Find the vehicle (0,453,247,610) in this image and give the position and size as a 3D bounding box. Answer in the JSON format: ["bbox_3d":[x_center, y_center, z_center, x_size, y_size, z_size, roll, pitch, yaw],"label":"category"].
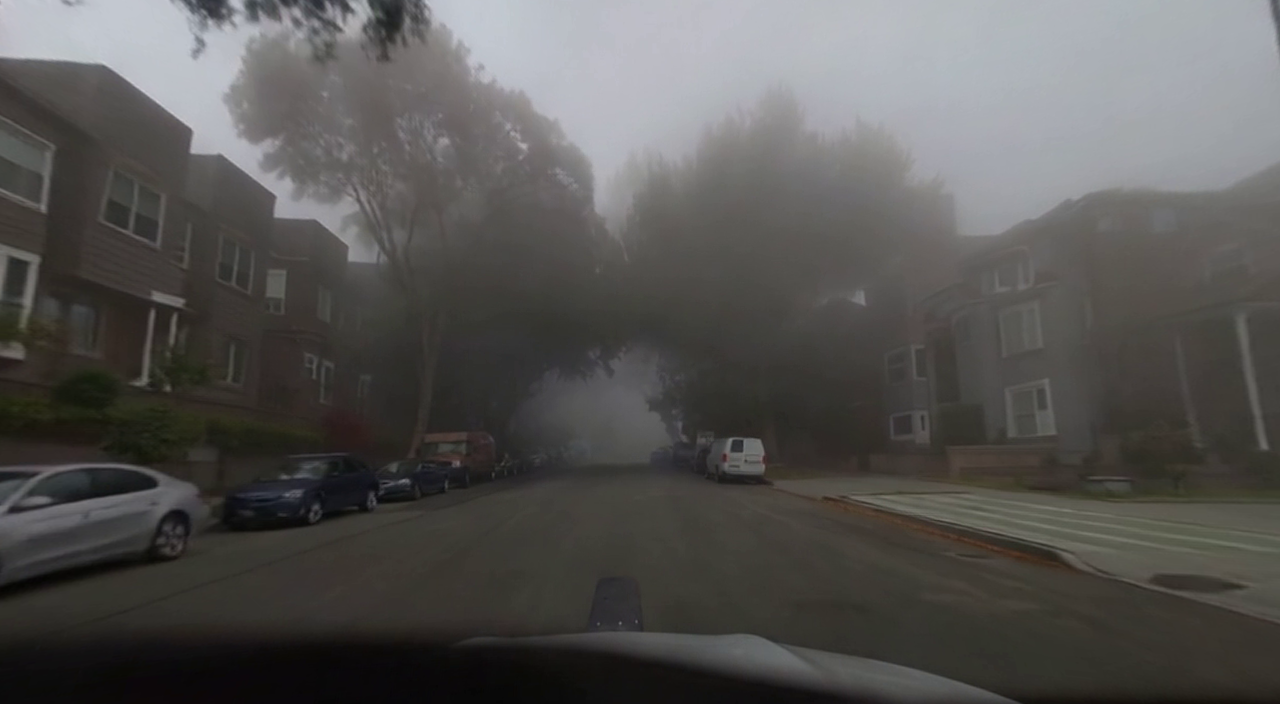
[{"bbox_3d":[-7.084,1.993,7.598,1.845,1.475,4.495,-1,-9,-1],"label":"vehicle"}]

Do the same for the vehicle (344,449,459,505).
[{"bbox_3d":[-7.212,3.796,19.566,1.953,1.501,4.125,-1,-9,0],"label":"vehicle"}]

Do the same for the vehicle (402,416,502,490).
[{"bbox_3d":[-7.507,4.216,25.965,2.341,2.674,5.753,-1,-10,0],"label":"vehicle"}]

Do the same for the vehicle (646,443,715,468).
[{"bbox_3d":[2.914,7.585,46.228,4.726,1.731,2.075,-7,-11,38],"label":"vehicle"}]

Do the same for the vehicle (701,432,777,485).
[{"bbox_3d":[3.936,4.378,26.064,2.216,1.955,4.970,0,-9,-1],"label":"vehicle"}]

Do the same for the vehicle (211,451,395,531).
[{"bbox_3d":[-7.255,2.987,14.126,1.832,1.483,4.140,-1,-9,0],"label":"vehicle"}]
